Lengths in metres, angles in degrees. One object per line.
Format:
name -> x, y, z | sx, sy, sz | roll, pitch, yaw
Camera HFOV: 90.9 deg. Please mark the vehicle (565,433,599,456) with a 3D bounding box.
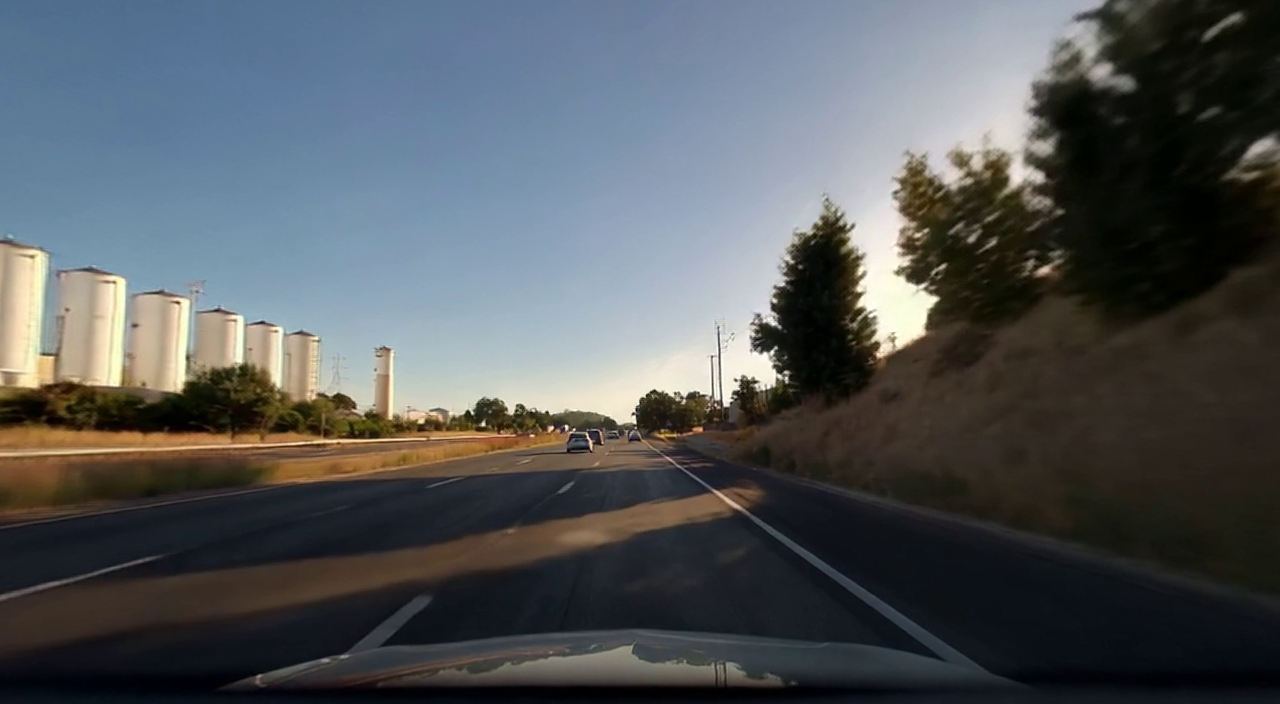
vehicle -> -3.871, 6.225, 42.472 | 1.952, 1.462, 3.969 | 0, -8, -1
